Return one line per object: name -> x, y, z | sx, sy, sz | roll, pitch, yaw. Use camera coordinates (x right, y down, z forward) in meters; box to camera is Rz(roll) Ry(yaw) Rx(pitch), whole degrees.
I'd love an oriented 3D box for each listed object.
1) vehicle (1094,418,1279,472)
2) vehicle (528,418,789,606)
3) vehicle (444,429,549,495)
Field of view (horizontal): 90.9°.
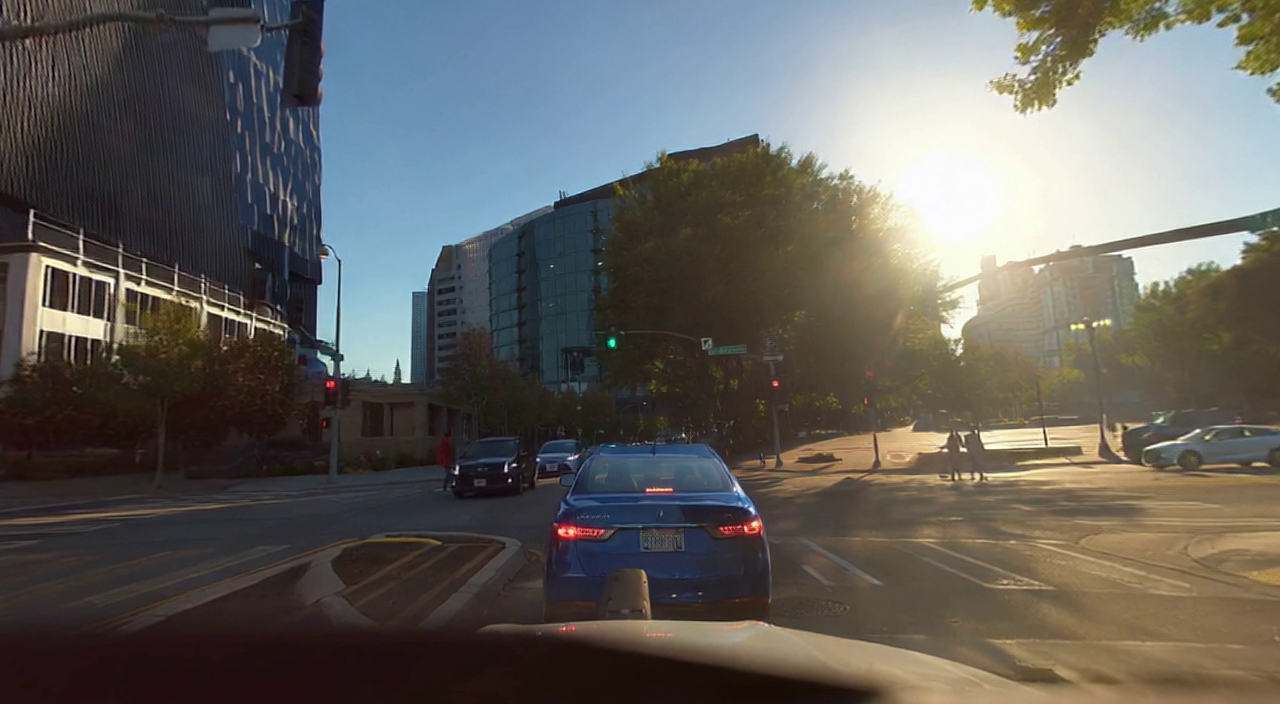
vehicle -> 19.128, 3.265, 22.221 | 4.675, 1.772, 1.945 | 0, -8, -1
vehicle -> -0.144, 1.646, 7.486 | 1.893, 1.532, 4.145 | 2, -9, -16
vehicle -> -4.202, 3.307, 19.351 | 2.006, 1.756, 4.599 | 0, -8, 2
